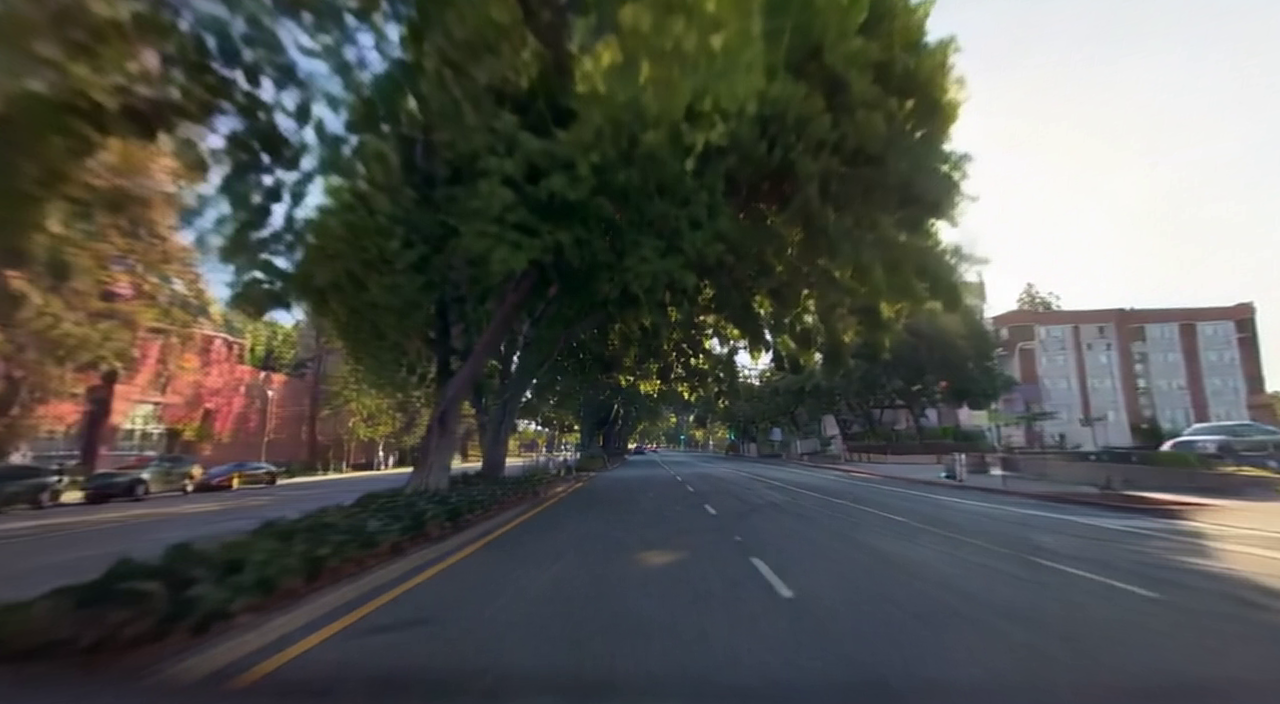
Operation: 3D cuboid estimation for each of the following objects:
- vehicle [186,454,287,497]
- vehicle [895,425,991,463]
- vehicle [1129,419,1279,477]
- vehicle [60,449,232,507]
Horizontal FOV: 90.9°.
[{"bbox_3d":[-18.106,5.524,28.518,1.808,1.488,4.202,-2,-6,0],"label":"vehicle"},{"bbox_3d":[21.875,6.695,45.768,5.506,2.643,2.681,0,-8,3],"label":"vehicle"},{"bbox_3d":[22.113,3.589,23.673,5.532,2.065,2.166,0,-8,1],"label":"vehicle"},{"bbox_3d":[-17.868,4.525,23.265,1.941,1.848,5.279,0,-8,2],"label":"vehicle"}]
